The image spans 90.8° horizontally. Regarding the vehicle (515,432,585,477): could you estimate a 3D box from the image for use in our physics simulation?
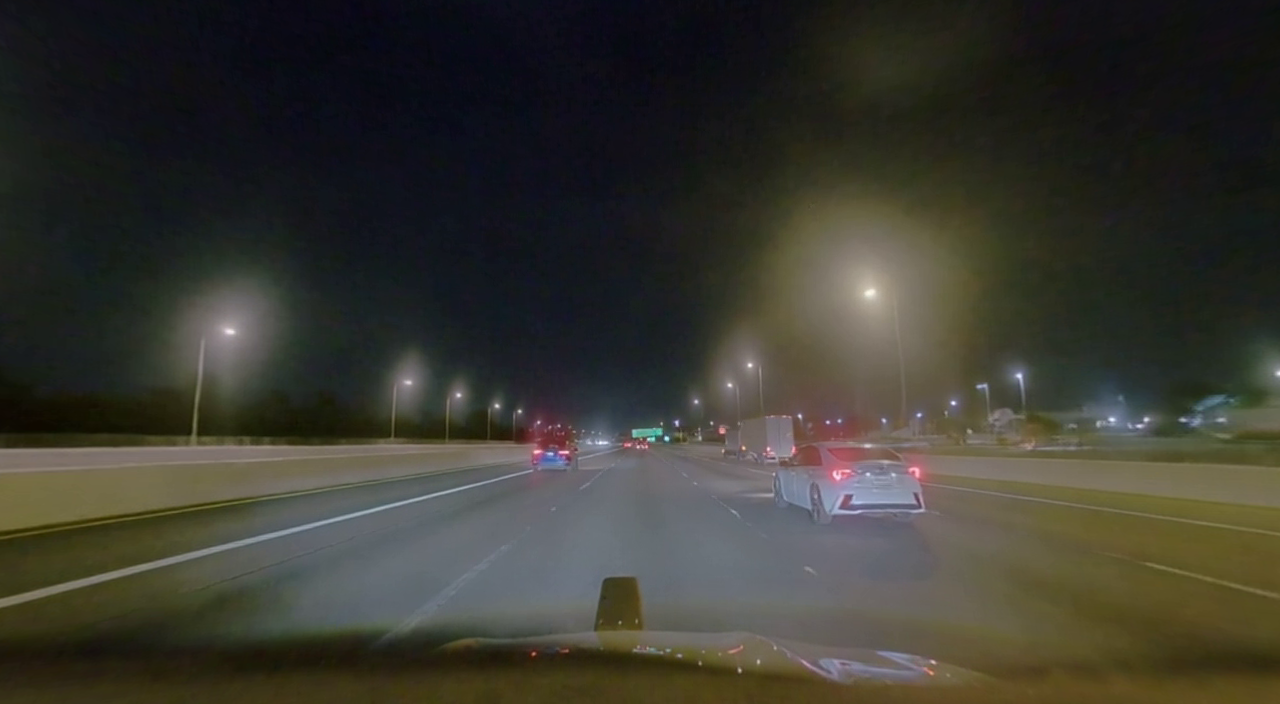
[{"bbox_3d":[-3.698,4.335,26.873,2.193,1.746,4.512,0,-8,1],"label":"vehicle"}]

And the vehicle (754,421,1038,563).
[{"bbox_3d":[3.275,1.909,9.487,2.107,1.550,4.949,0,-8,-1],"label":"vehicle"}]
